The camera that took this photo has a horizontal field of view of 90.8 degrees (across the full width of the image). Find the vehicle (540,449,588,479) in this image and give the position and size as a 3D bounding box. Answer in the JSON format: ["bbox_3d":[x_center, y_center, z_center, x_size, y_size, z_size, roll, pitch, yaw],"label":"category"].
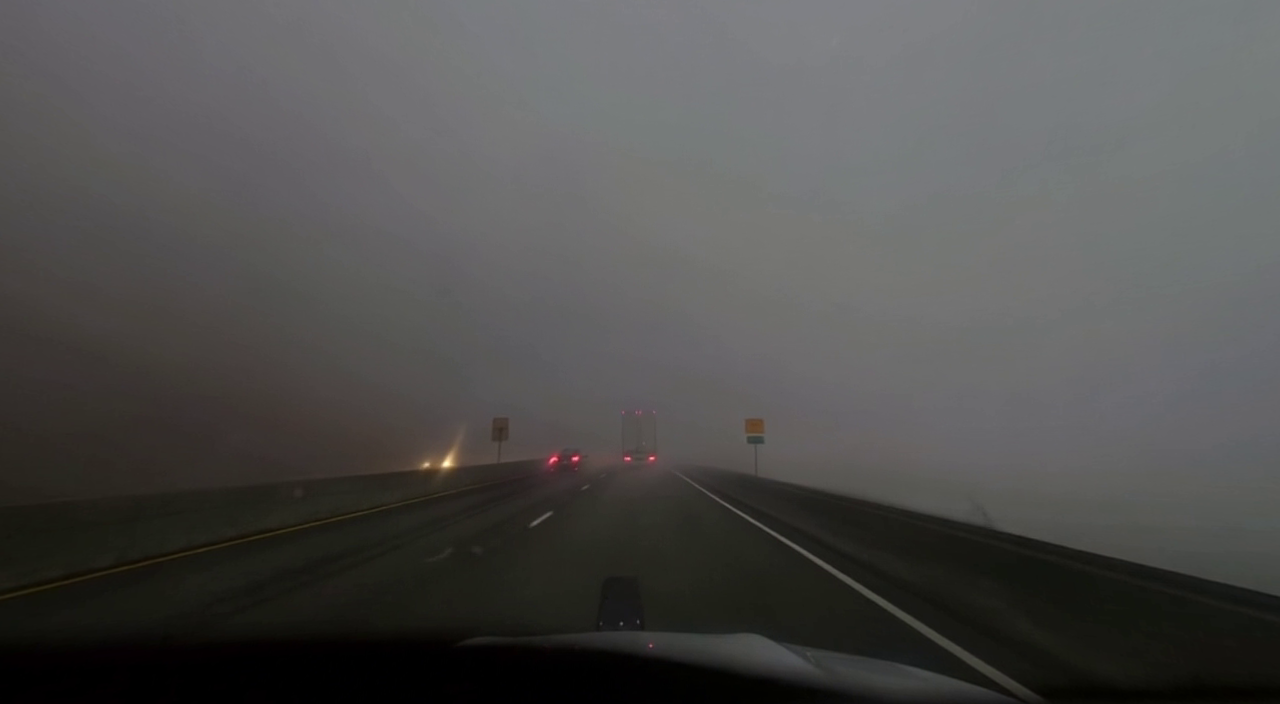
[{"bbox_3d":[-4.102,6.148,34.972,2.053,1.523,4.450,-1,-9,1],"label":"vehicle"}]

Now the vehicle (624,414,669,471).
[{"bbox_3d":[0.298,6.852,47.538,2.864,3.805,9.500,0,-9,-2],"label":"vehicle"}]
